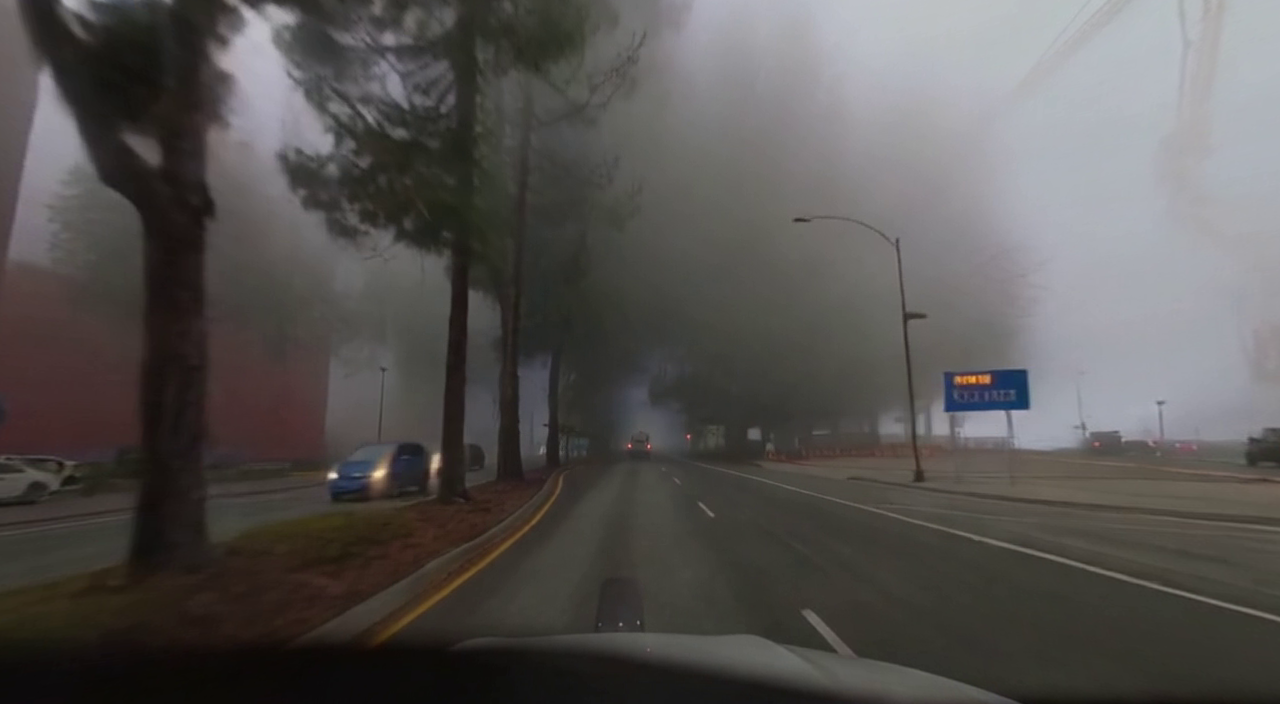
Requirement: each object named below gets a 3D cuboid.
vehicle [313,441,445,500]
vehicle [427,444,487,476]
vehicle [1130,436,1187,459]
[{"bbox_3d":[-7.416,3.404,18.541,1.999,1.478,4.441,-1,-9,0],"label":"vehicle"},{"bbox_3d":[-11.016,6.514,38.353,2.112,1.809,4.921,-1,-9,1],"label":"vehicle"},{"bbox_3d":[38.424,7.084,46.894,1.825,1.627,4.293,-4,-9,20],"label":"vehicle"}]
